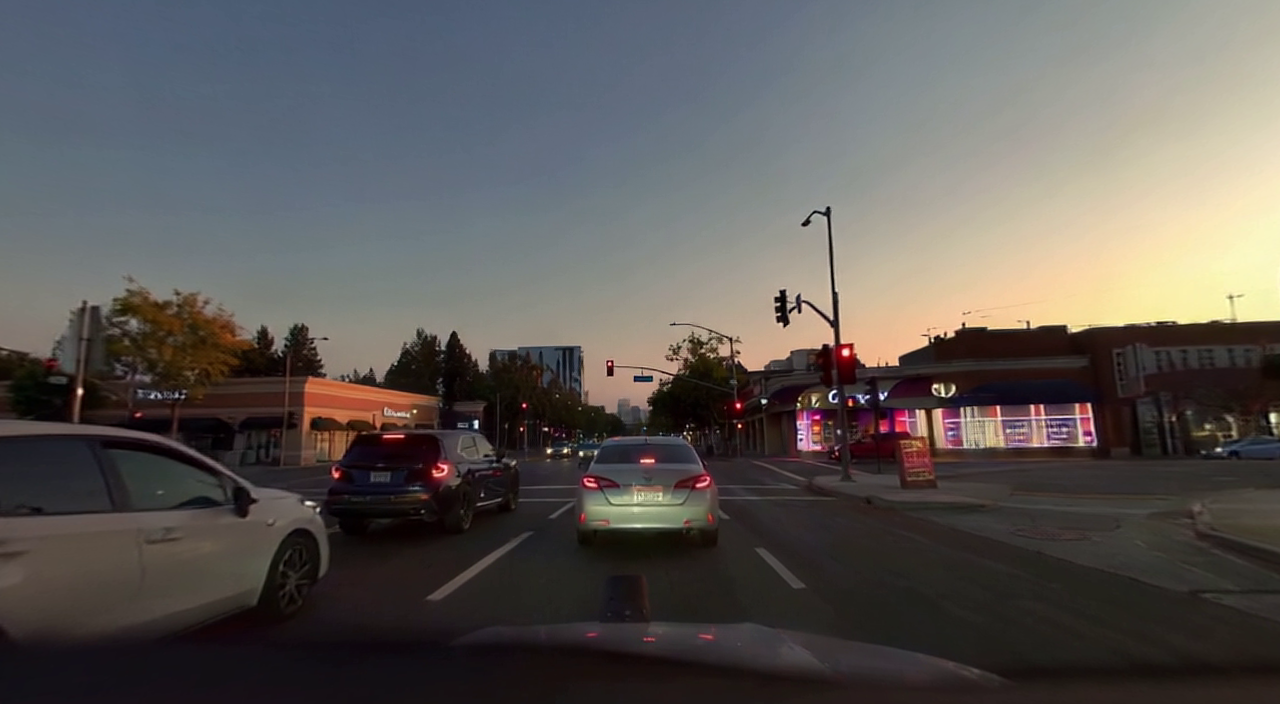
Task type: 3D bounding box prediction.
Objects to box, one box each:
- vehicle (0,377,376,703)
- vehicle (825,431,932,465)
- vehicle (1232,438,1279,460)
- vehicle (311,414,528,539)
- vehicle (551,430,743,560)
[{"bbox_3d":[-3.328,0.994,3.197,2.029,1.517,4.375,0,-8,1],"label":"vehicle"},{"bbox_3d":[12.959,5.248,34.525,5.032,1.762,1.982,0,-8,0],"label":"vehicle"},{"bbox_3d":[43.608,6.633,42.965,4.582,1.442,1.860,0,-8,-2],"label":"vehicle"},{"bbox_3d":[-3.440,2.042,10.891,2.009,1.704,4.230,-1,-8,3],"label":"vehicle"},{"bbox_3d":[0.166,1.972,9.461,2.258,1.507,3.896,-1,-8,3],"label":"vehicle"}]
